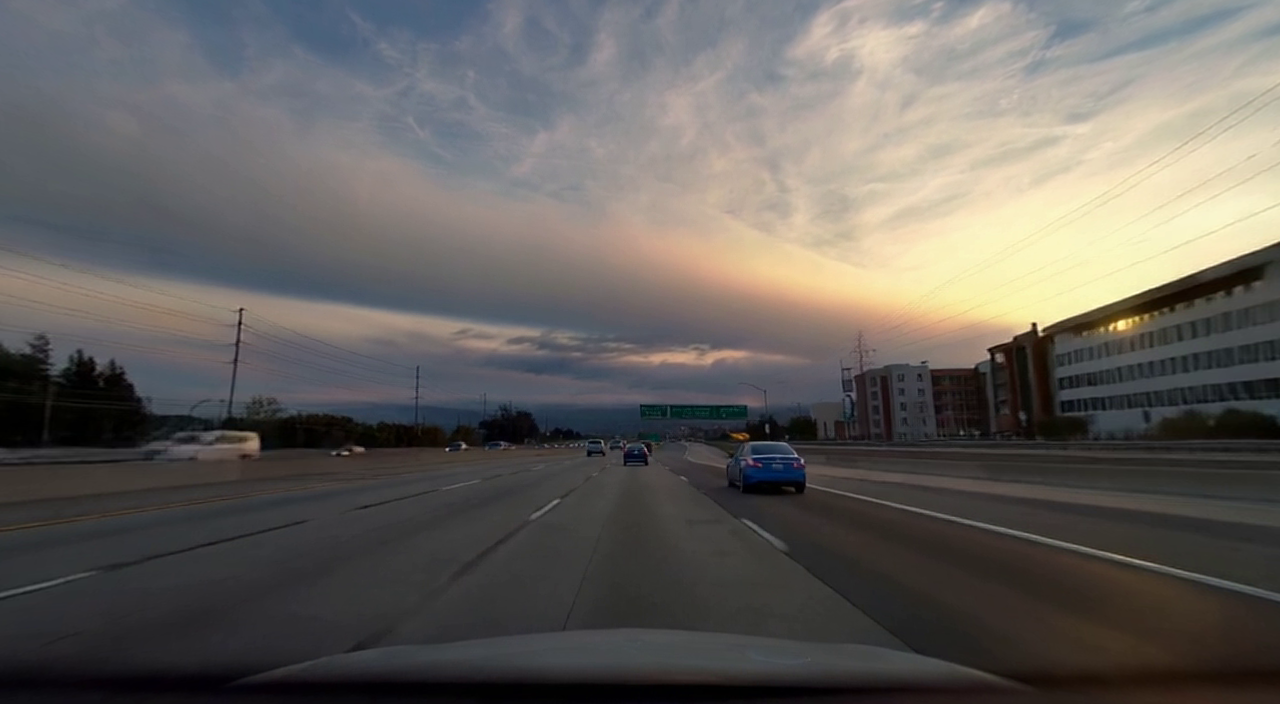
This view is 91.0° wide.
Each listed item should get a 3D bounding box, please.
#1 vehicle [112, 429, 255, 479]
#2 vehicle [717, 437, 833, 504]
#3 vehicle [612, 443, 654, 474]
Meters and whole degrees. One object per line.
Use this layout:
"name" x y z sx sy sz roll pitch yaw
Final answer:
"vehicle" -20.168 4.517 28.208 2.307 2.016 5.388 0 -8 0
"vehicle" 3.404 3.073 16.872 1.995 1.533 4.463 0 -8 -2
"vehicle" -0.370 5.432 32.475 2.019 1.472 3.971 0 -8 -1
